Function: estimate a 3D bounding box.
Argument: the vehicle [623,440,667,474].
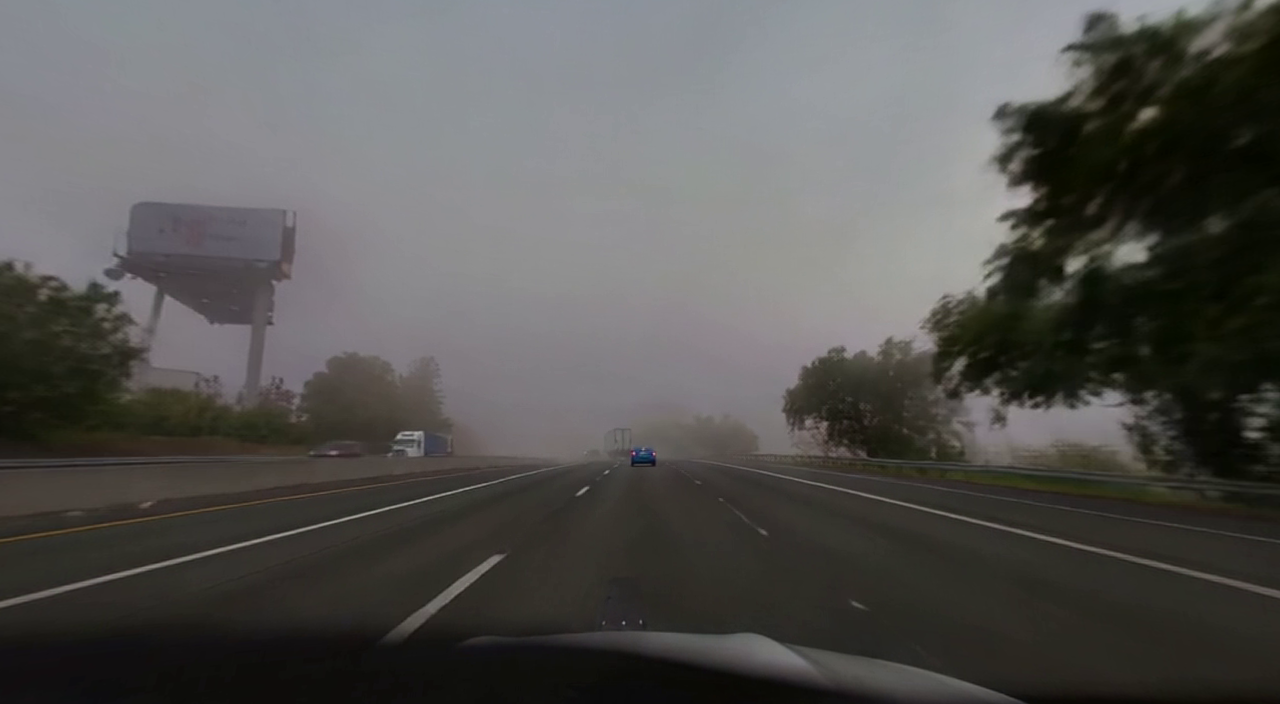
[{"bbox_3d":[0.178,5.131,30.998,2.042,1.528,4.300,0,-8,-1],"label":"vehicle"}]

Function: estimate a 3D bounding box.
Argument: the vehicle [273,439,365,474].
[{"bbox_3d":[-17.731,5.776,35.247,2.156,1.764,5.763,0,-8,0],"label":"vehicle"}]
